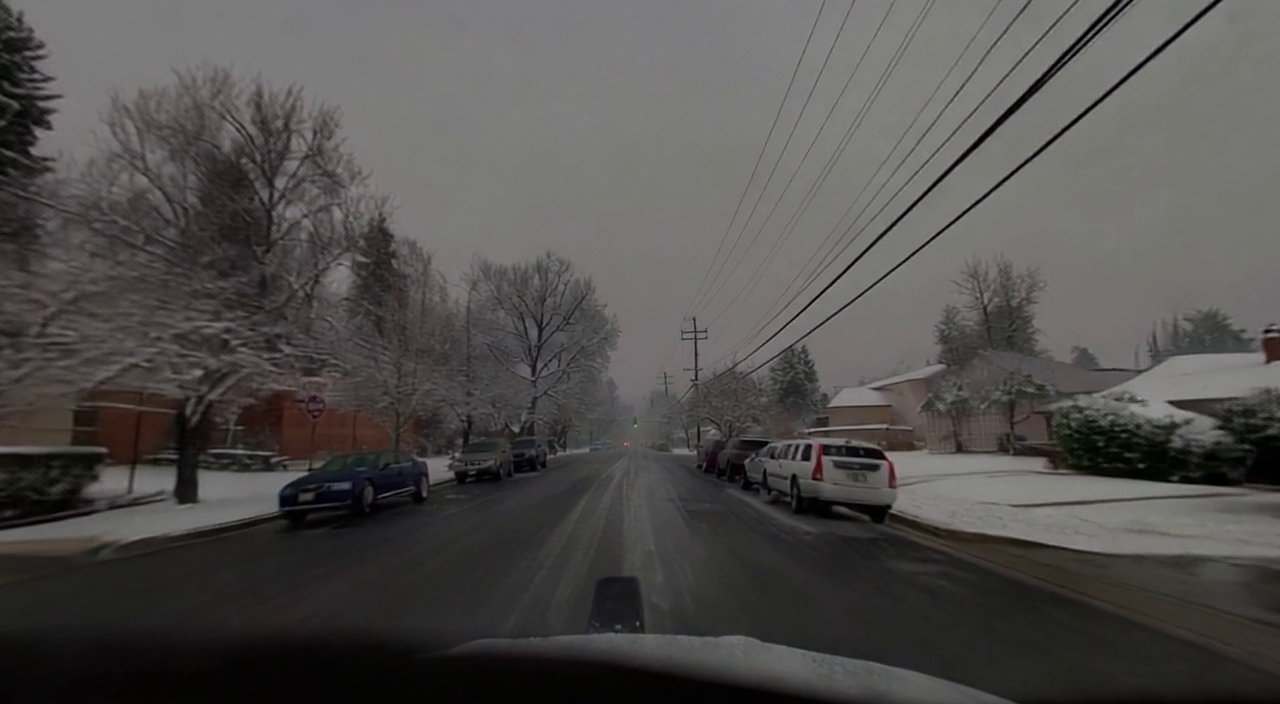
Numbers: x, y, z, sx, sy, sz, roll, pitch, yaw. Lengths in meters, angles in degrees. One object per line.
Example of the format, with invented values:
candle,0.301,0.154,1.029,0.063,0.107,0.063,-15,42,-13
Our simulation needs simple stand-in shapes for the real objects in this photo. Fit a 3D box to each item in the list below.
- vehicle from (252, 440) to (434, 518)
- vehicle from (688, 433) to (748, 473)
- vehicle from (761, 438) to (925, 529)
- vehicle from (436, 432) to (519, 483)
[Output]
vehicle,-6.424,2.763,14.341,2.031,1.454,4.410,1,-8,-1
vehicle,3.672,4.899,30.870,2.178,1.757,5.495,1,-8,-1
vehicle,3.683,2.434,12.385,1.763,1.432,4.323,1,-8,0
vehicle,-6.301,4.155,25.079,2.031,1.799,4.587,0,-8,0
